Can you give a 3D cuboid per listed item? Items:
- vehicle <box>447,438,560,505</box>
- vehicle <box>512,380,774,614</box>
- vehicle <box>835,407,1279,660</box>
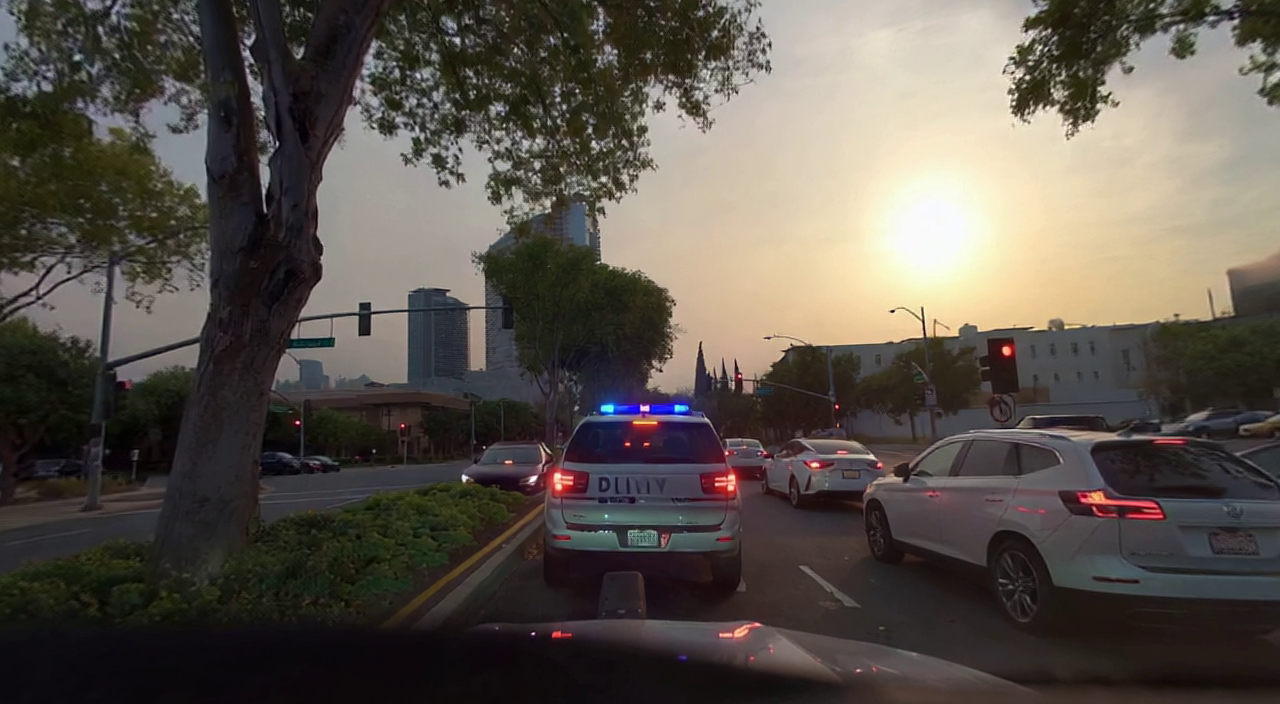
[{"bbox_3d":[-3.304,2.985,16.212,1.913,1.464,4.276,0,-8,0],"label":"vehicle"},{"bbox_3d":[-0.028,1.460,7.275,2.038,1.819,4.505,0,-8,-1],"label":"vehicle"},{"bbox_3d":[3.644,1.410,6.080,1.995,1.483,4.533,0,-8,-1],"label":"vehicle"}]
